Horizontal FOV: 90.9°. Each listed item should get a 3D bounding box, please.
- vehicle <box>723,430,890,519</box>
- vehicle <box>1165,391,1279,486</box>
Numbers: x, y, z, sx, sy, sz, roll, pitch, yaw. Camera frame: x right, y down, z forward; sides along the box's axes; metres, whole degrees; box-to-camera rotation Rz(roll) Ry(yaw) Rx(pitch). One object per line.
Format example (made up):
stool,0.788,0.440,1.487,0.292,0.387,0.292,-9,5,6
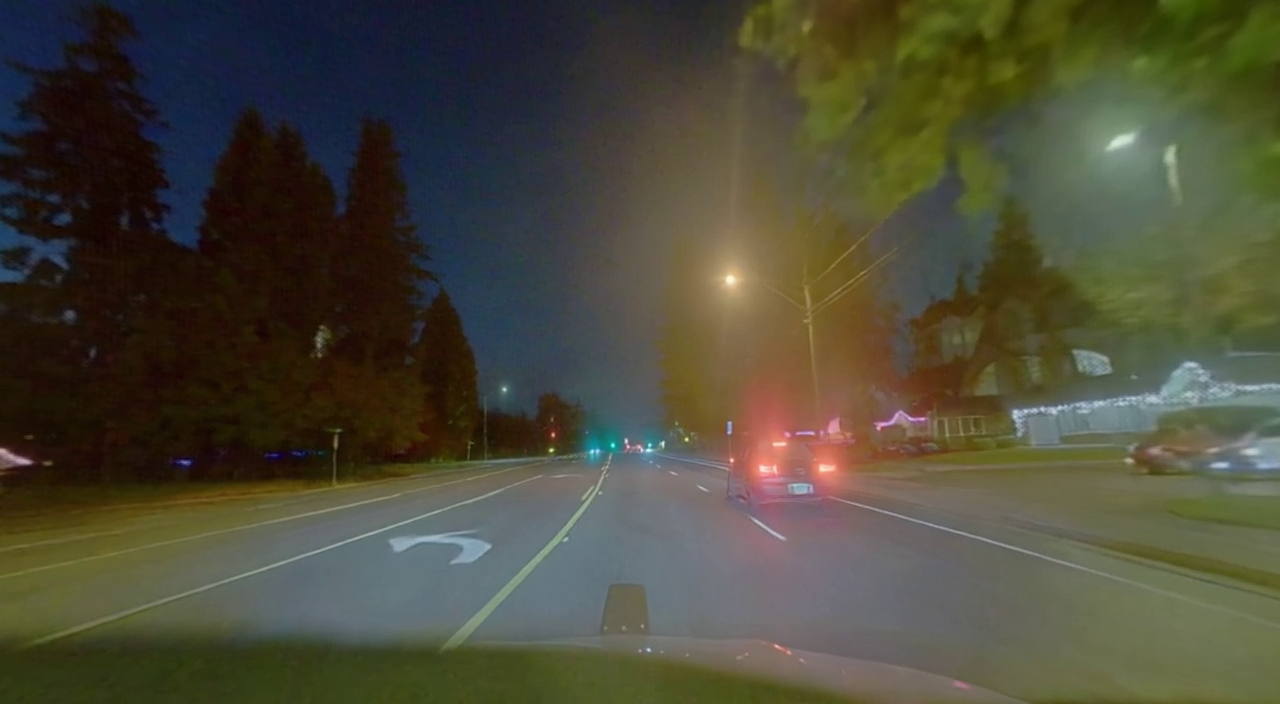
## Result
vehicle,3.093,2.384,12.823,2.134,1.476,4.327,0,-8,-1
vehicle,14.355,1.806,13.180,4.788,1.815,2.114,0,-8,0
